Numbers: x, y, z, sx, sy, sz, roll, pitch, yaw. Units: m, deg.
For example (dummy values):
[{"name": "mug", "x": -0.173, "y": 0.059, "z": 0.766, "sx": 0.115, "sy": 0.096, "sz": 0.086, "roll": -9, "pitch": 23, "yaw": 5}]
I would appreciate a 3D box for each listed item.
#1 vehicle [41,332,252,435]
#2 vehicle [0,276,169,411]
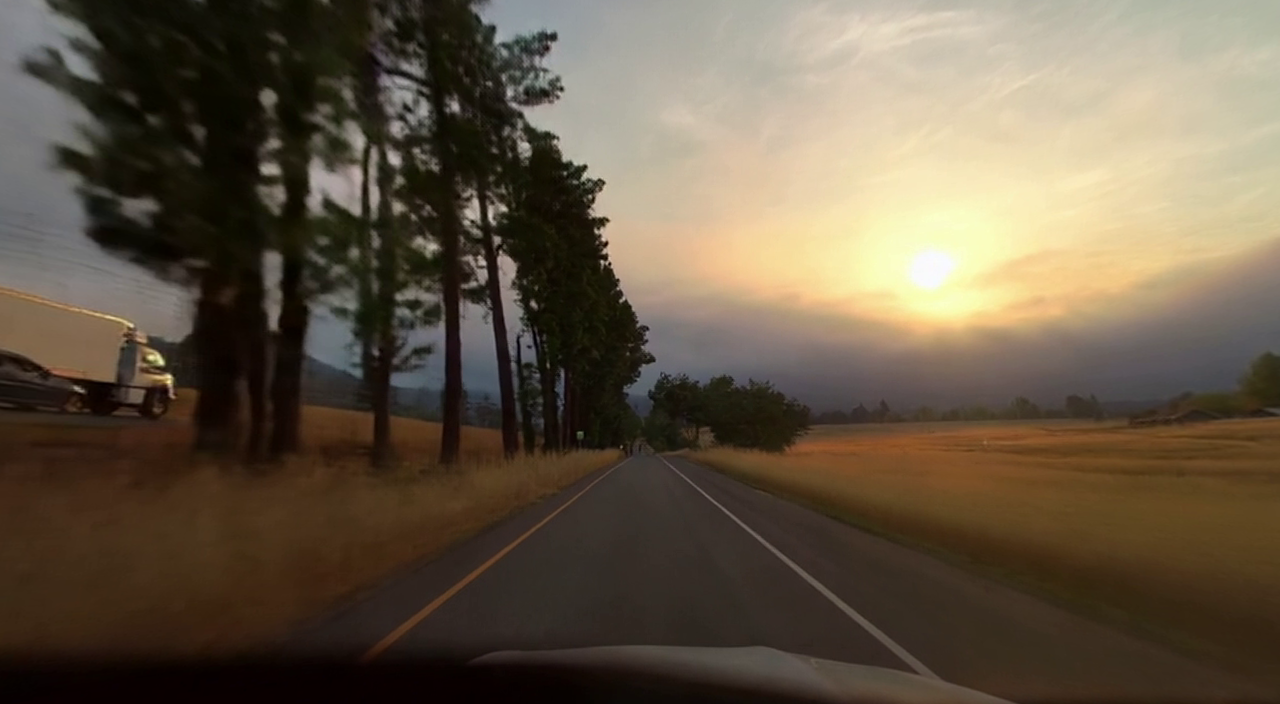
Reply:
[{"name": "vehicle", "x": -23.527, "y": 1.809, "z": 31.004, "sx": 3.022, "sy": 4.324, "sz": 8.607, "roll": -1, "pitch": -6, "yaw": 3}, {"name": "vehicle", "x": -24.448, "y": -0.738, "z": 21.478, "sx": 3.314, "sy": 4.163, "sz": 16.558, "roll": -1, "pitch": -10, "yaw": 3}]
